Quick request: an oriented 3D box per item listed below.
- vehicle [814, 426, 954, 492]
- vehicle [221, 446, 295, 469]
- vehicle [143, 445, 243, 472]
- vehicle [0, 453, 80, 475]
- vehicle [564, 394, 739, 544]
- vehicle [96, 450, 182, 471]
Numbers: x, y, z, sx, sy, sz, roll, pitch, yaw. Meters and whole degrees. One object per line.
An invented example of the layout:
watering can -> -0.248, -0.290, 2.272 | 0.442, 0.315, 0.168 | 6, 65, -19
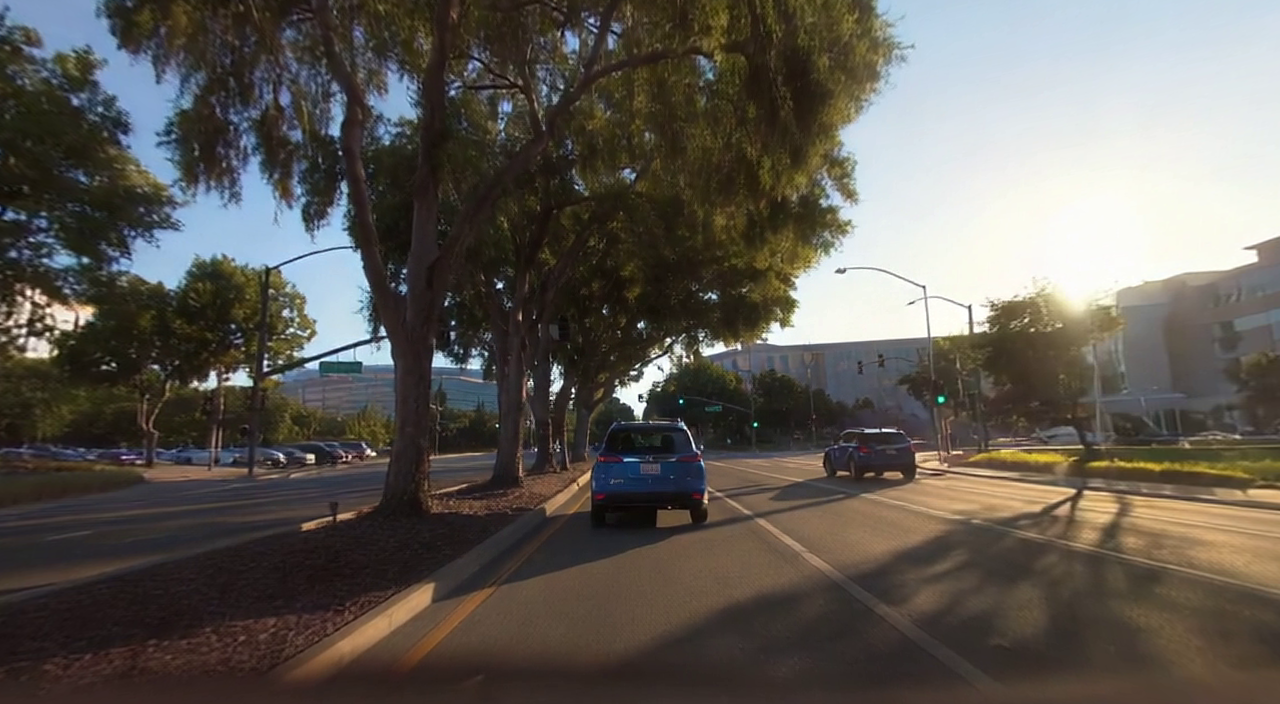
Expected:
vehicle -> 7.078, 3.172, 19.018 | 2.447, 1.707, 4.396 | 0, -9, 0
vehicle -> -27.653, 7.636, 45.910 | 4.100, 1.567, 1.868 | 0, -9, 1
vehicle -> -30.264, 7.214, 42.935 | 5.244, 1.715, 1.950 | 0, -9, 1
vehicle -> -40.568, 7.565, 42.814 | 3.386, 1.456, 2.024 | 0, -9, 1
vehicle -> 0.238, 1.873, 10.637 | 2.267, 1.926, 4.708 | -1, -9, 2
vehicle -> -36.520, 7.898, 46.162 | 4.647, 1.484, 1.893 | 0, -9, 0
